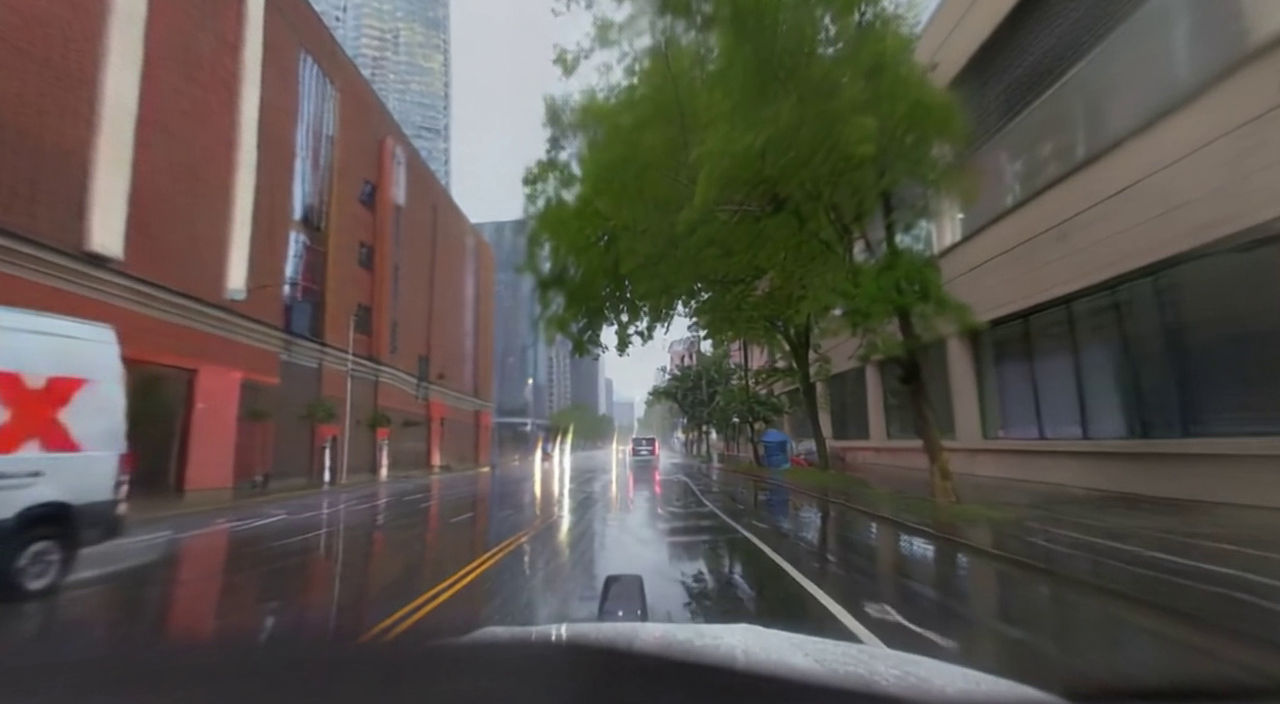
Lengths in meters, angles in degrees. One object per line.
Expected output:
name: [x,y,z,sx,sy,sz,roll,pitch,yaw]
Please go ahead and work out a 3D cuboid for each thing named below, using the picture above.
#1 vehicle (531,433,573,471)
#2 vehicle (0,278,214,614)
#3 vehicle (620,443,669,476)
vehicle: [-6.511,7.429,47.396,2.418,2.620,5.522,-1,-8,0]
vehicle: [-7.284,0.743,4.951,2.754,3.065,7.103,0,-8,1]
vehicle: [0.300,5.559,32.919,2.356,1.572,4.810,0,-9,2]
